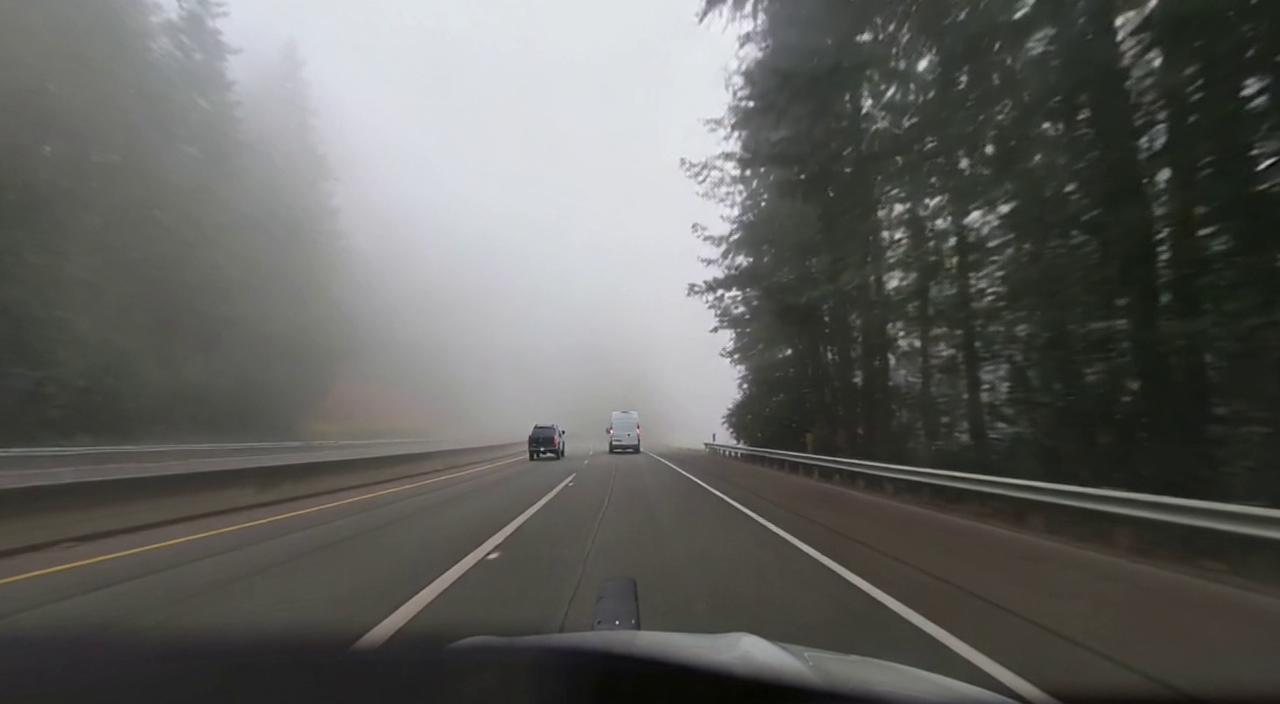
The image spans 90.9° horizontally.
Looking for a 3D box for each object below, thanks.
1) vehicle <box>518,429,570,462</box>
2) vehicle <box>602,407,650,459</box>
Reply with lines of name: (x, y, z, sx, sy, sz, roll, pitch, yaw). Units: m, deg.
vehicle: (-4.986, 4.930, 33.362, 2.110, 1.636, 4.453, 0, -8, -1)
vehicle: (-0.928, 4.940, 38.383, 2.647, 2.896, 6.480, 0, -8, -3)
